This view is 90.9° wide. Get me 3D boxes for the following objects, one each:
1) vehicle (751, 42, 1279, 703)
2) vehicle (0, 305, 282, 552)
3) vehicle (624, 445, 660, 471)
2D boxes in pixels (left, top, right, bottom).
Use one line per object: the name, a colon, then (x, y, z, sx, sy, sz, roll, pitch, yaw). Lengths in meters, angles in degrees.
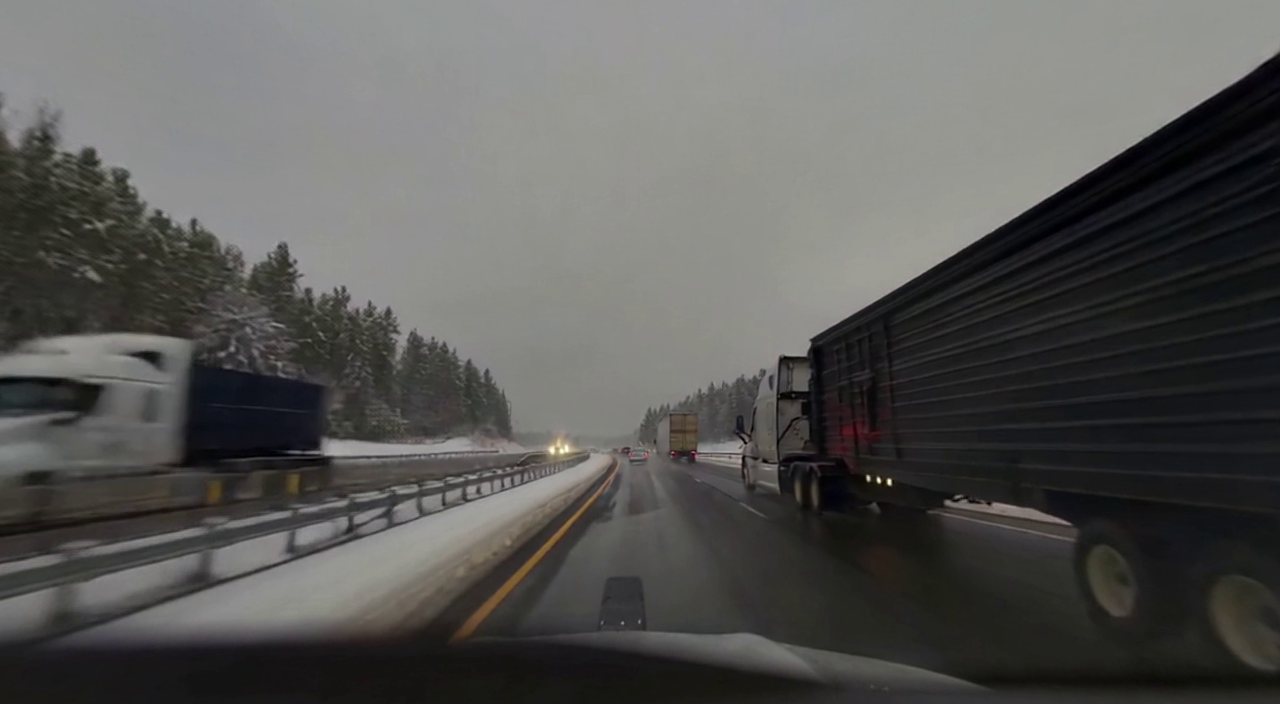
vehicle: (4.533, 1.106, 8.957, 2.867, 3.571, 14.305, 0, -9, -2)
vehicle: (-8.862, 1.242, 9.556, 2.632, 2.884, 7.040, 0, -9, 0)
vehicle: (0.050, 6.481, 38.742, 2.051, 1.513, 4.511, 0, -9, -1)
